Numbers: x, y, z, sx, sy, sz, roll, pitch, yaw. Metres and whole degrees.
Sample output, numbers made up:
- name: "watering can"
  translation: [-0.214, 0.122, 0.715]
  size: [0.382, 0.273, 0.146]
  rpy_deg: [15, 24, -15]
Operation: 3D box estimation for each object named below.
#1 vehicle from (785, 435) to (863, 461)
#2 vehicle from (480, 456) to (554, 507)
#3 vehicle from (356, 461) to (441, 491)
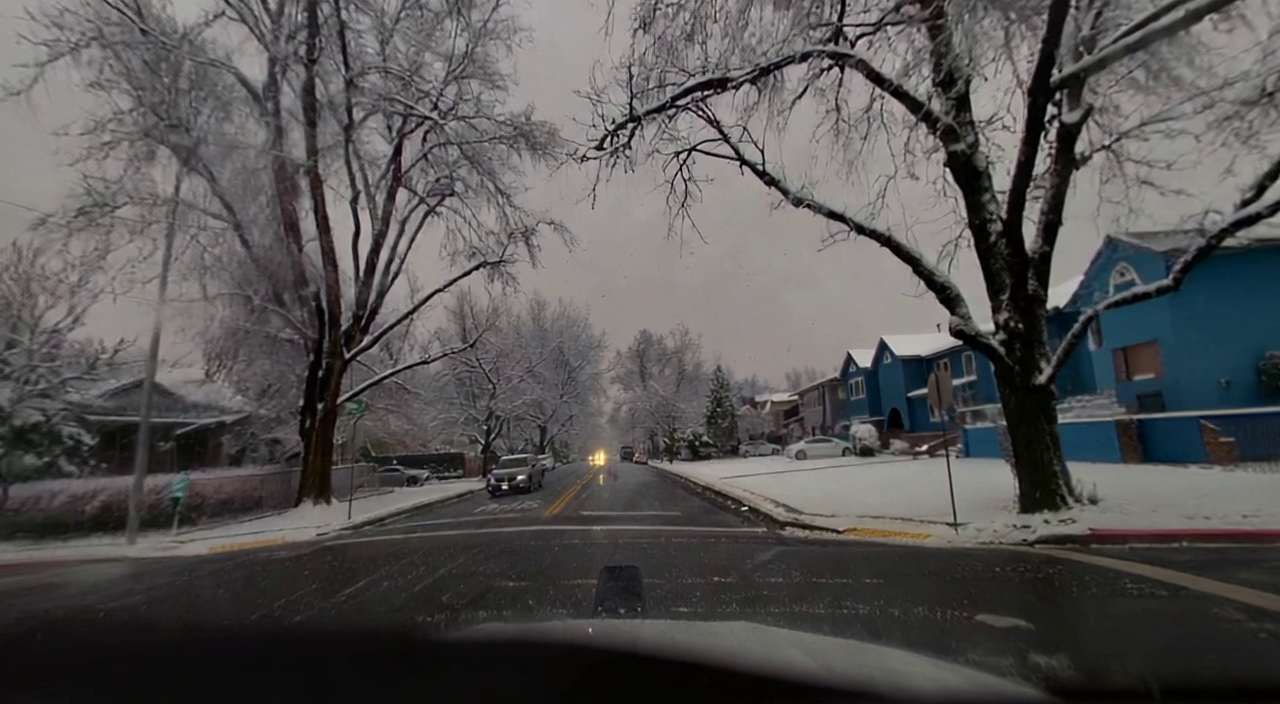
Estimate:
- name: "vehicle"
  translation: [11.356, 5.956, 39.278]
  size: [4.389, 1.480, 2.038]
  rpy_deg: [-2, -6, 8]
- name: "vehicle"
  translation: [-4.562, 4.855, 24.163]
  size: [1.973, 1.683, 4.400]
  rpy_deg: [0, -8, -1]
- name: "vehicle"
  translation: [-14.894, 7.720, 39.118]
  size: [4.487, 1.464, 1.889]
  rpy_deg: [-5, -14, 7]
